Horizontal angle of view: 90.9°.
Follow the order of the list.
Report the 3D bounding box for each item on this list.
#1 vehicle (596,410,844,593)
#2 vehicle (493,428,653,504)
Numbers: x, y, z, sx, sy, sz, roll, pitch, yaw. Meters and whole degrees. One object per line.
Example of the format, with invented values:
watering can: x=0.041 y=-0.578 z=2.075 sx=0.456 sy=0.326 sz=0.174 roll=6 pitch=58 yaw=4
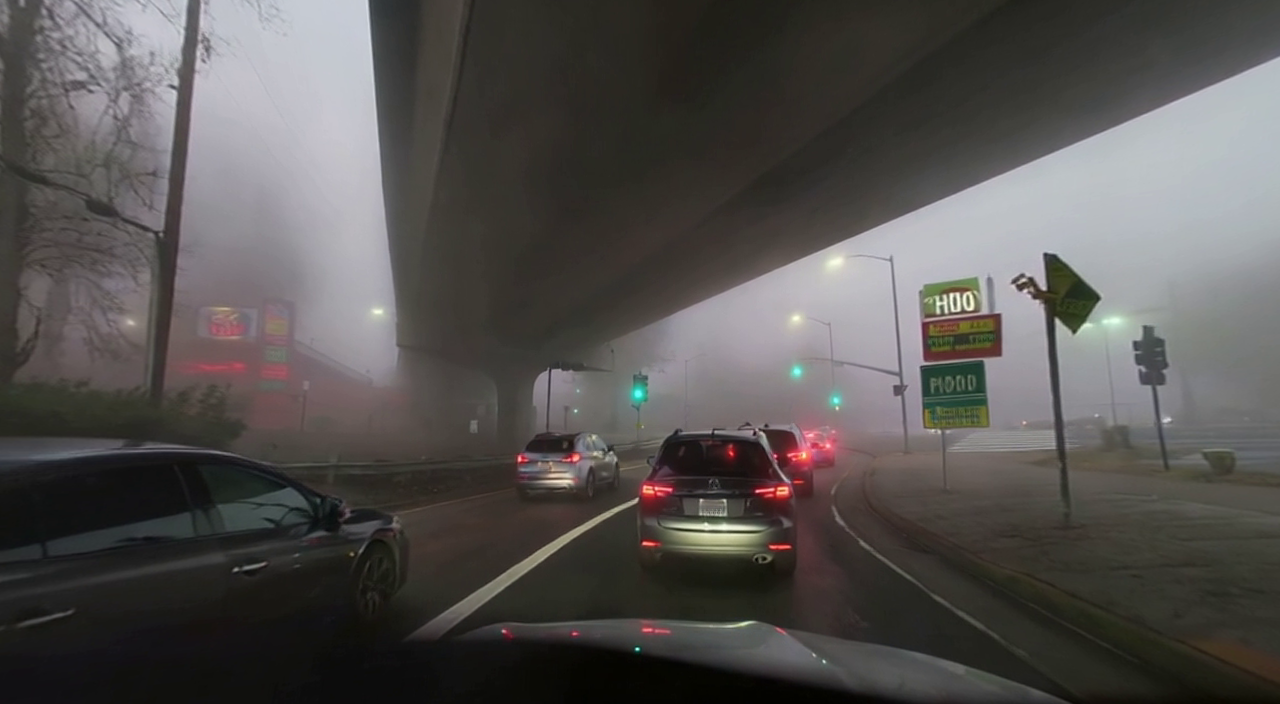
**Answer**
vehicle: x=1.044 y=1.637 z=7.839 sx=2.195 sy=1.571 sz=4.353 roll=-2 pitch=-8 yaw=10
vehicle: x=-1.356 y=2.655 z=15.187 sx=2.214 sy=1.519 sz=4.704 roll=-3 pitch=-9 yaw=15
